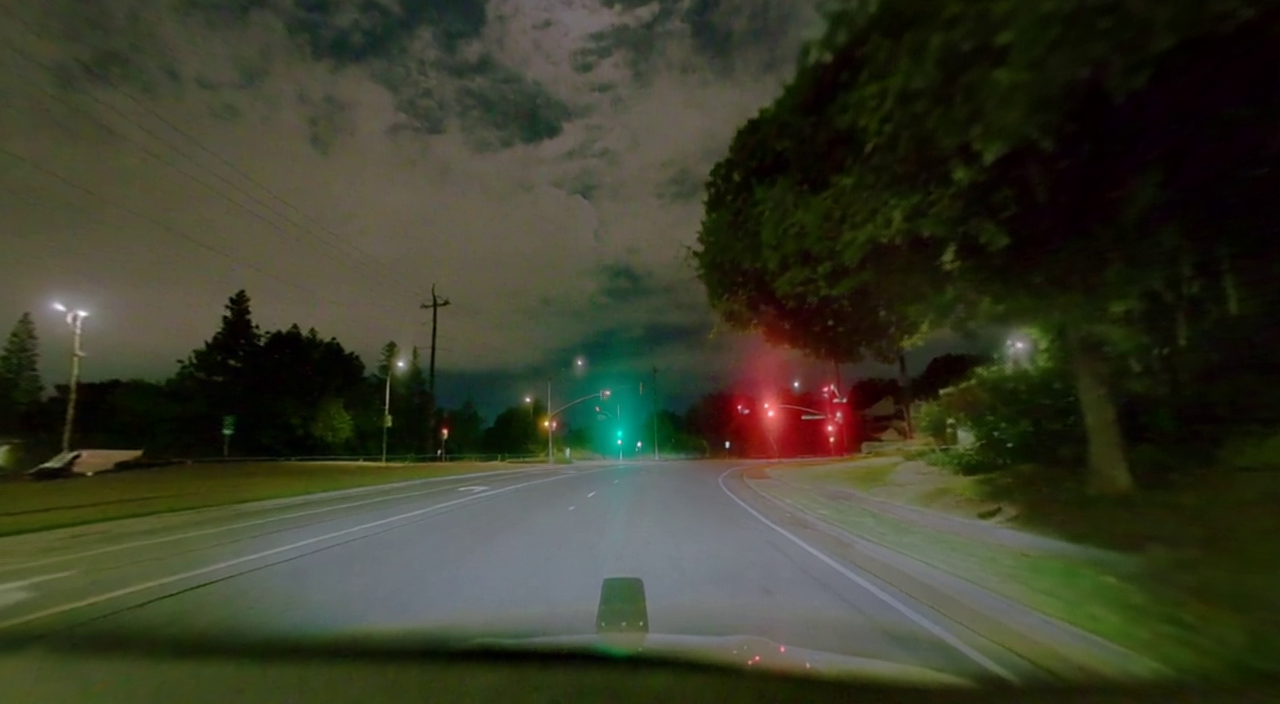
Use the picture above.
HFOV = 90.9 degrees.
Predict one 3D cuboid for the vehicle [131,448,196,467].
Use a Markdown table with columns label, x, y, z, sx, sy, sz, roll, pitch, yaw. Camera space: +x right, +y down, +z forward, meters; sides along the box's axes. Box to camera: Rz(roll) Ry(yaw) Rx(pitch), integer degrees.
| label | x | y | z | sx | sy | sz | roll | pitch | yaw |
| --- | --- | --- | --- | --- | --- | --- | --- | --- | --- |
| vehicle | -36.650 | 8.109 | 48.483 | 3.737 | 1.444 | 1.680 | -1 | -9 | 6 |

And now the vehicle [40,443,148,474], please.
| label | x | y | z | sx | sy | sz | roll | pitch | yaw |
| --- | --- | --- | --- | --- | --- | --- | --- | --- | --- |
| vehicle | -33.413 | 6.517 | 38.781 | 1.913 | 1.779 | 4.959 | -1 | -9 | 5 |
